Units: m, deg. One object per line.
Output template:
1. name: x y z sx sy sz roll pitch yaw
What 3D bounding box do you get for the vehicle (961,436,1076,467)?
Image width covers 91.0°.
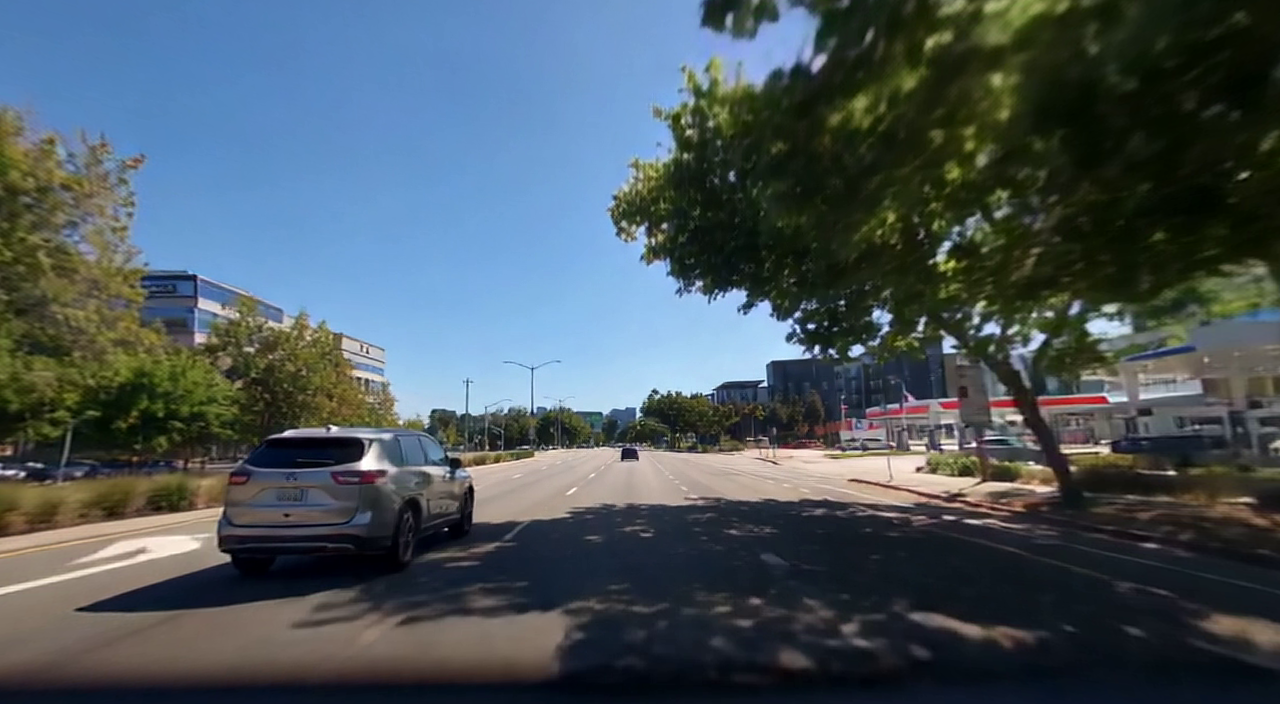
1. vehicle: 18.458 4.882 30.836 4.398 1.457 1.806 0 -9 1

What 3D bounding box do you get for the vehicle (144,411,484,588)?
1. vehicle: -3.676 1.751 8.375 2.039 1.656 4.710 0 -9 -1

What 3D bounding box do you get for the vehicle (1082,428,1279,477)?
1. vehicle: 17.543 3.268 20.529 4.671 1.466 1.937 0 -9 5
